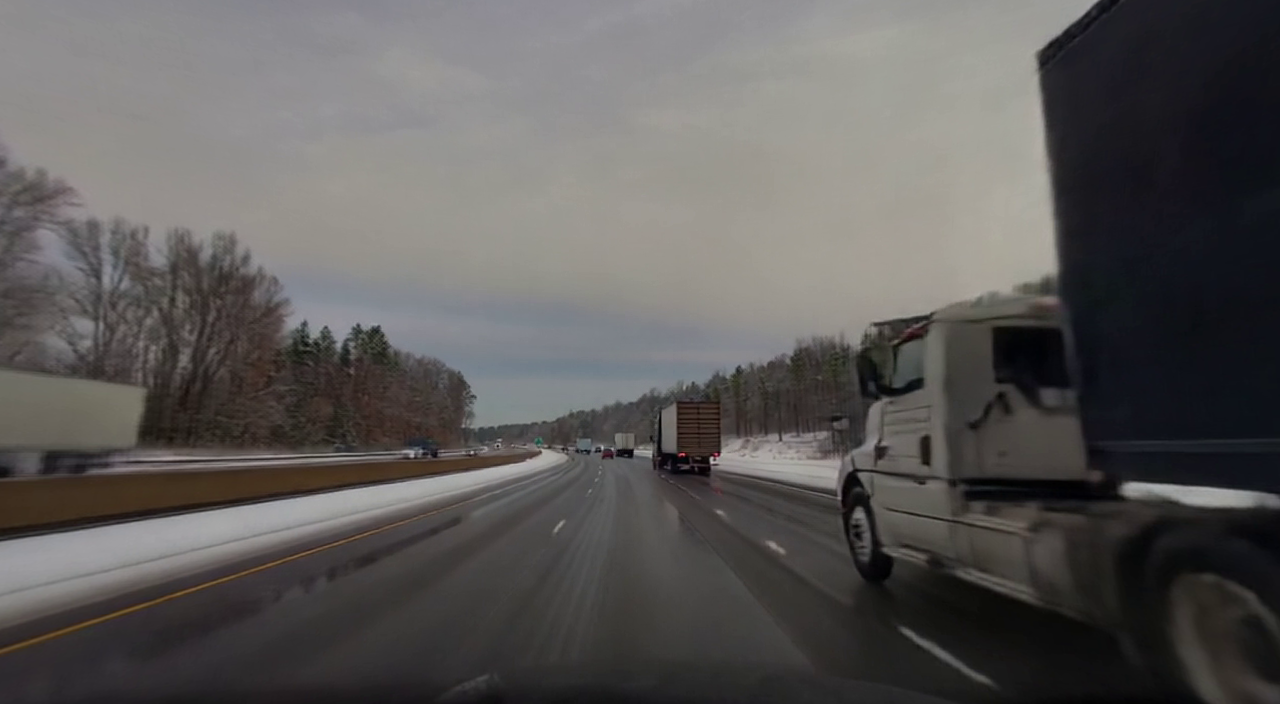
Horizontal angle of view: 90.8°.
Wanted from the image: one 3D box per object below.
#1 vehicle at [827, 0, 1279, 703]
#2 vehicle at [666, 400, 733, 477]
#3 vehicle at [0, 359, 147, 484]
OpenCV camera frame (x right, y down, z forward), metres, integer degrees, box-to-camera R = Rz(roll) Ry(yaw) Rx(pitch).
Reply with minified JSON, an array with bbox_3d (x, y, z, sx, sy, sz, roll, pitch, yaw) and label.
[{"bbox_3d":[4.220,-0.115,3.262,2.989,3.997,11.037,0,-9,0],"label":"vehicle"},{"bbox_3d":[3.325,5.244,37.857,2.826,4.035,8.369,0,-9,-3],"label":"vehicle"},{"bbox_3d":[-21.878,2.058,19.130,2.891,3.939,13.982,0,-9,-1],"label":"vehicle"}]
